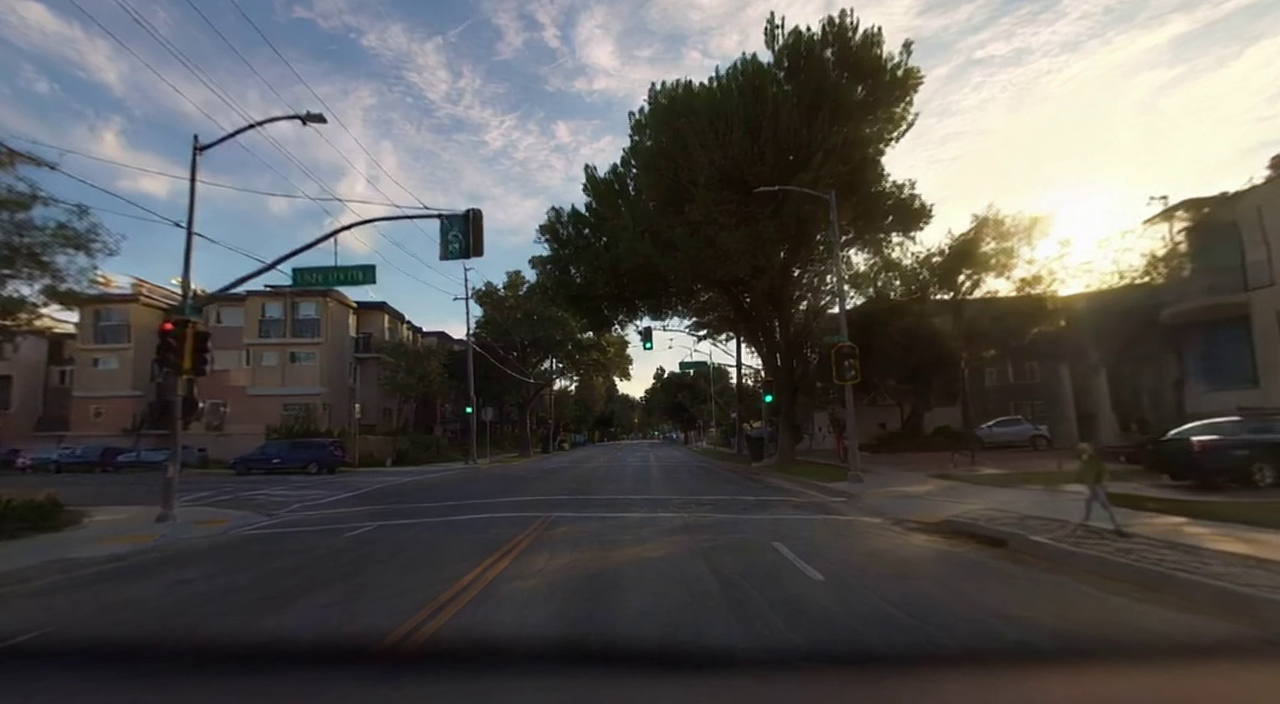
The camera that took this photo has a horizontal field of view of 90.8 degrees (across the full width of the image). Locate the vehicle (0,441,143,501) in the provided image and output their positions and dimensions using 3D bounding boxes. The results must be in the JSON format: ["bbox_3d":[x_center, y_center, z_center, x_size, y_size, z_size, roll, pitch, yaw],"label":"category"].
[{"bbox_3d":[-20.103,3.966,21.274,4.804,1.842,2.171,0,-8,-1],"label":"vehicle"}]

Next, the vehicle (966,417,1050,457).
[{"bbox_3d":[17.075,4.033,29.568,2.013,1.722,4.007,-2,-9,10],"label":"vehicle"}]

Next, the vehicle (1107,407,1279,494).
[{"bbox_3d":[12.752,1.926,12.848,4.908,1.521,2.108,-2,-8,-5],"label":"vehicle"}]

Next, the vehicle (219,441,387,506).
[{"bbox_3d":[-9.304,3.363,17.479,4.135,1.424,1.945,-9,-11,23],"label":"vehicle"}]

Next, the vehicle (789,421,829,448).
[{"bbox_3d":[11.467,5.663,43.116,1.950,1.714,4.245,-1,-9,6],"label":"vehicle"}]
